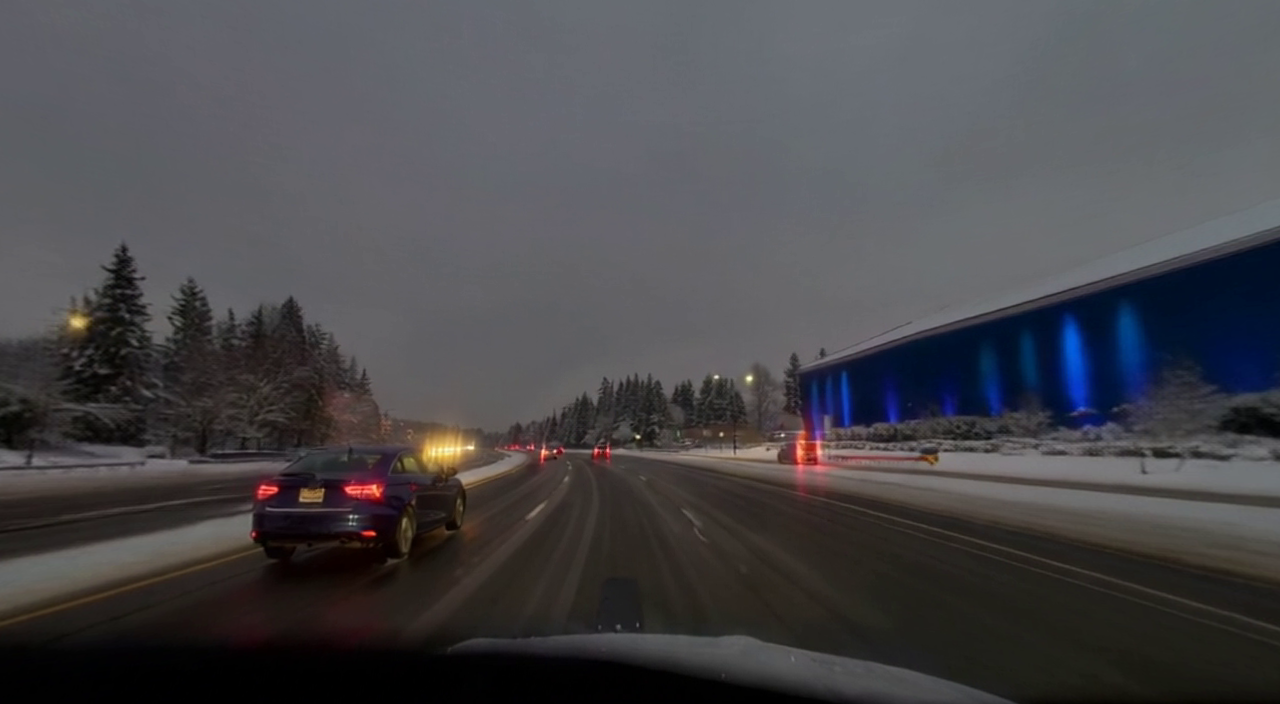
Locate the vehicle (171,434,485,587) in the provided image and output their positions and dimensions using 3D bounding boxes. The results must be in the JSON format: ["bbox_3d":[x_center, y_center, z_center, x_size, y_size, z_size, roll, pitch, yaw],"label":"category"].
[{"bbox_3d":[-3.601,1.880,8.431,2.018,1.476,4.364,0,-8,-1],"label":"vehicle"}]

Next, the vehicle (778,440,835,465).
[{"bbox_3d":[11.414,6.945,43.712,1.983,1.613,5.190,1,-8,-7],"label":"vehicle"}]
